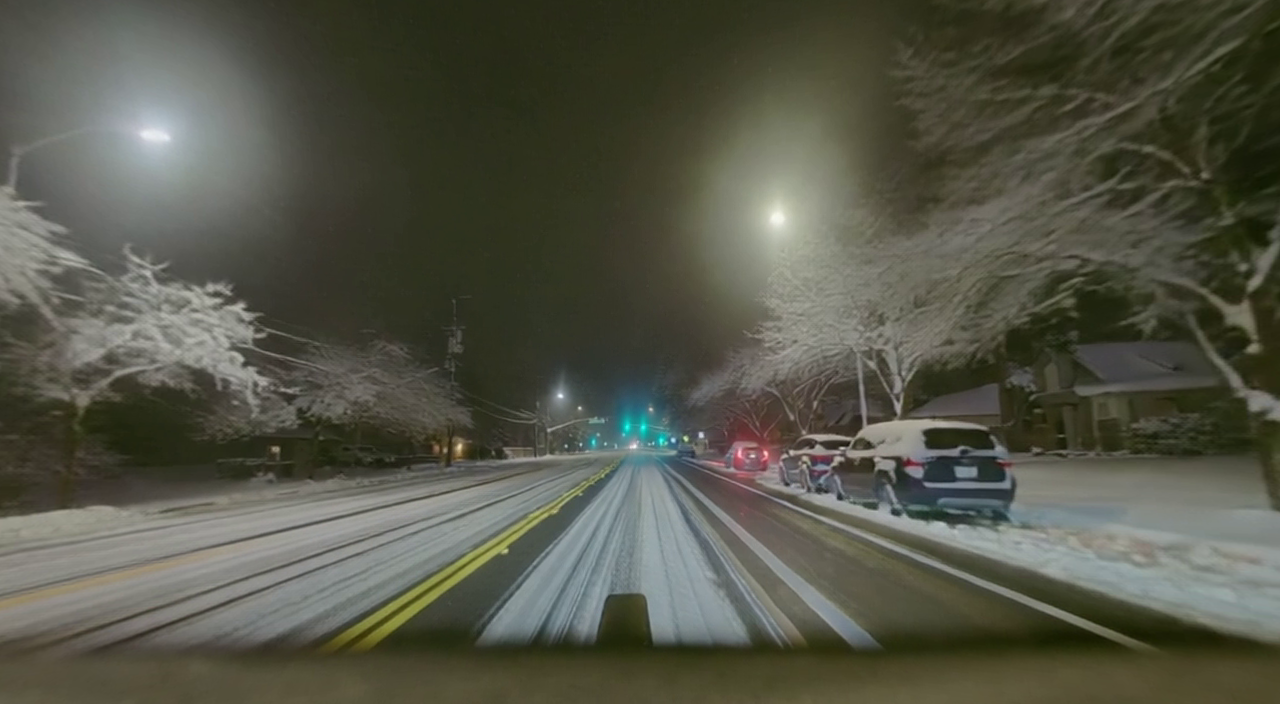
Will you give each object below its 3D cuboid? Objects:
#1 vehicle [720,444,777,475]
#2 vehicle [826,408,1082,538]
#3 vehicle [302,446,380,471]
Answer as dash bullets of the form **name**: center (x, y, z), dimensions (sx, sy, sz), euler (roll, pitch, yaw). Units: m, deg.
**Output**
- **vehicle**: center (5.464, 5.461, 32.318), dimensions (1.935, 1.453, 4.488), euler (0, -9, -2)
- **vehicle**: center (5.080, 2.037, 11.184), dimensions (2.160, 1.800, 4.646), euler (0, -9, 1)
- **vehicle**: center (-21.764, 7.760, 46.054), dimensions (4.610, 1.721, 2.019), euler (0, -9, -1)
